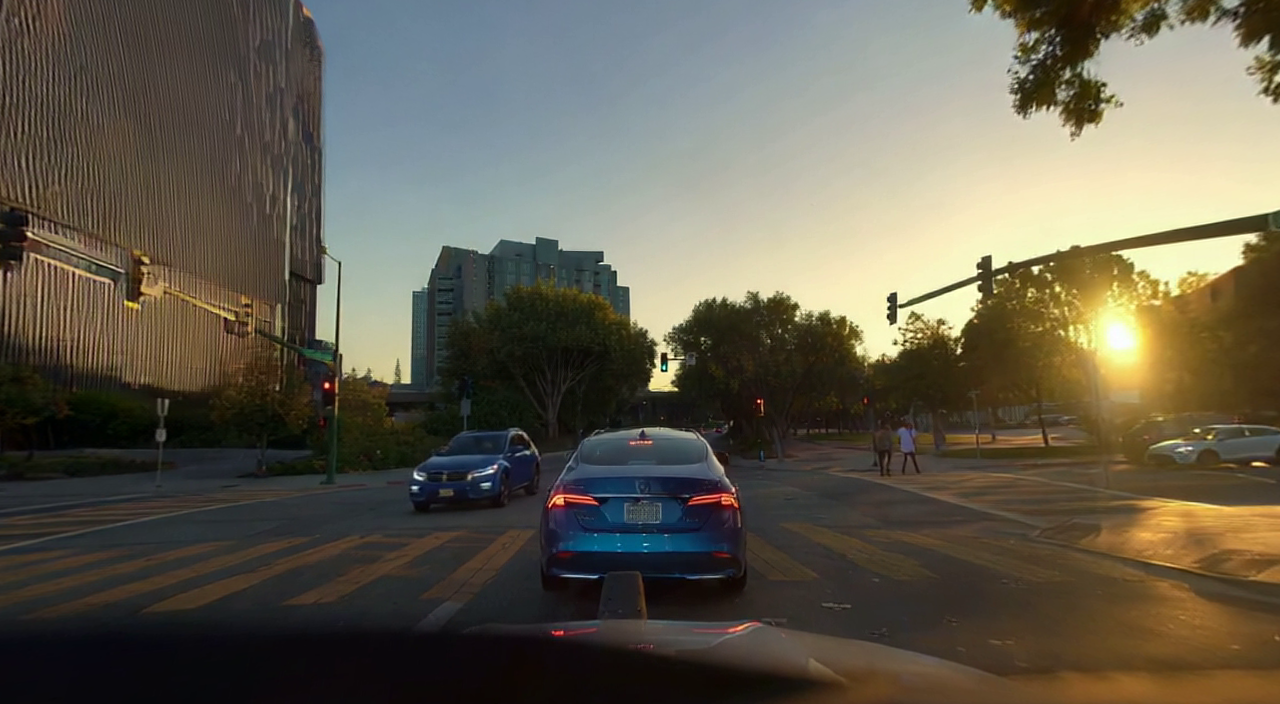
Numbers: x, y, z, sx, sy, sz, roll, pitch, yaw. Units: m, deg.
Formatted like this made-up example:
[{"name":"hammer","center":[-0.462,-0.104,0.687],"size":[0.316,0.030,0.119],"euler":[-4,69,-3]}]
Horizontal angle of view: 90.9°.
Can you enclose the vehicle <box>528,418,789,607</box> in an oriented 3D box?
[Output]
[{"name":"vehicle","center":[-0.140,1.647,7.478],"size":[1.893,1.532,4.145],"euler":[2,-9,-16]}]

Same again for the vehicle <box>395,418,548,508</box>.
[{"name":"vehicle","center":[-4.054,2.819,16.451],"size":[2.317,1.924,5.518],"euler":[0,-8,2]}]

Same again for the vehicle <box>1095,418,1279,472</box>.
[{"name":"vehicle","center":[19.137,3.265,22.212],"size":[4.675,1.772,1.945],"euler":[0,-8,-1]}]
